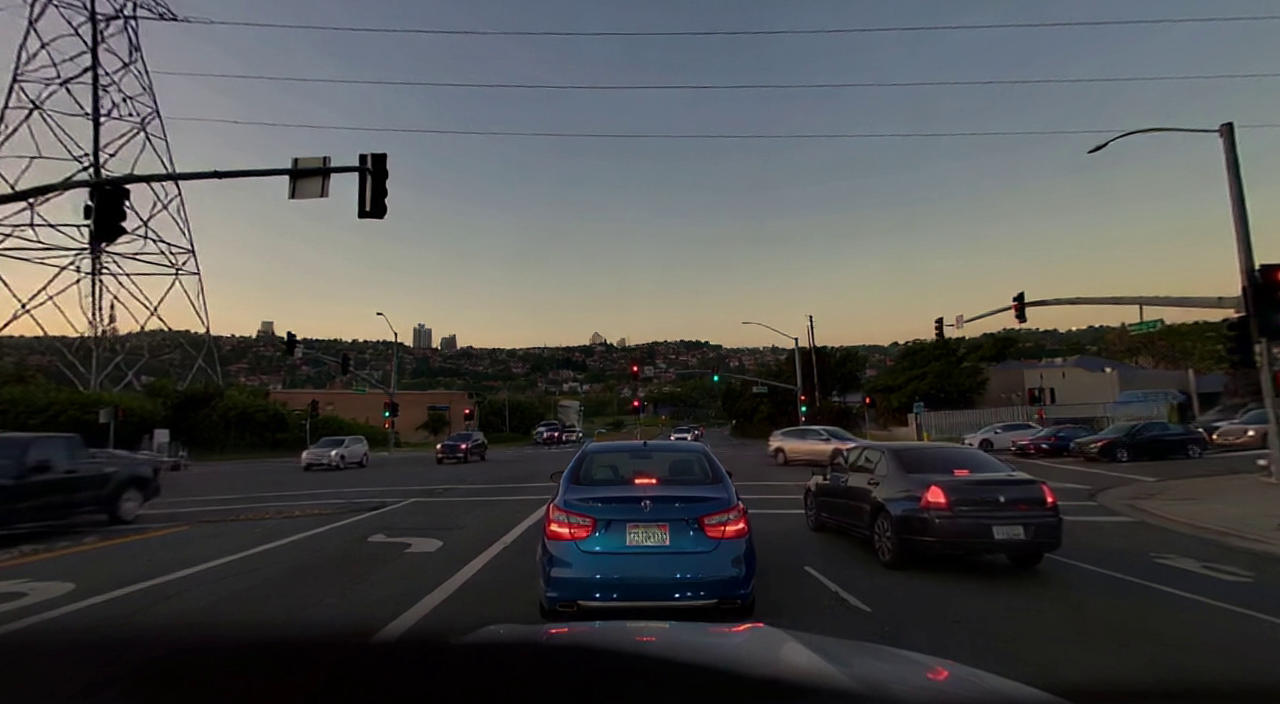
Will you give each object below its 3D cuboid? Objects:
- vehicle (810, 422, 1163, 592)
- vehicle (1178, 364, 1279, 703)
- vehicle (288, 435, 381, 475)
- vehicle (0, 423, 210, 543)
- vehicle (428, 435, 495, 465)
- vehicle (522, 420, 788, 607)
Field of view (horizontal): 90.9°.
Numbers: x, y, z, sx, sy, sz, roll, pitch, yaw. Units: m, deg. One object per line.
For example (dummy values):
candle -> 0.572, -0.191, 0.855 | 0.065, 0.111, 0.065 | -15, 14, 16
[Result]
vehicle -> 3.646, 1.683, 7.723 | 1.835, 1.473, 4.190 | 0, -8, -2
vehicle -> 3.409, 0.589, 0.629 | 1.926, 1.614, 4.330 | 0, -8, 1
vehicle -> -14.397, 4.870, 30.034 | 1.955, 1.694, 4.625 | -1, -8, 3
vehicle -> -10.379, 2.179, 10.985 | 2.239, 1.719, 4.948 | 0, -8, 0
vehicle -> -9.659, 5.370, 34.582 | 1.992, 1.480, 4.743 | -1, -8, 4
vehicle -> 0.106, 1.596, 7.126 | 2.117, 1.474, 4.036 | 0, -8, 0
